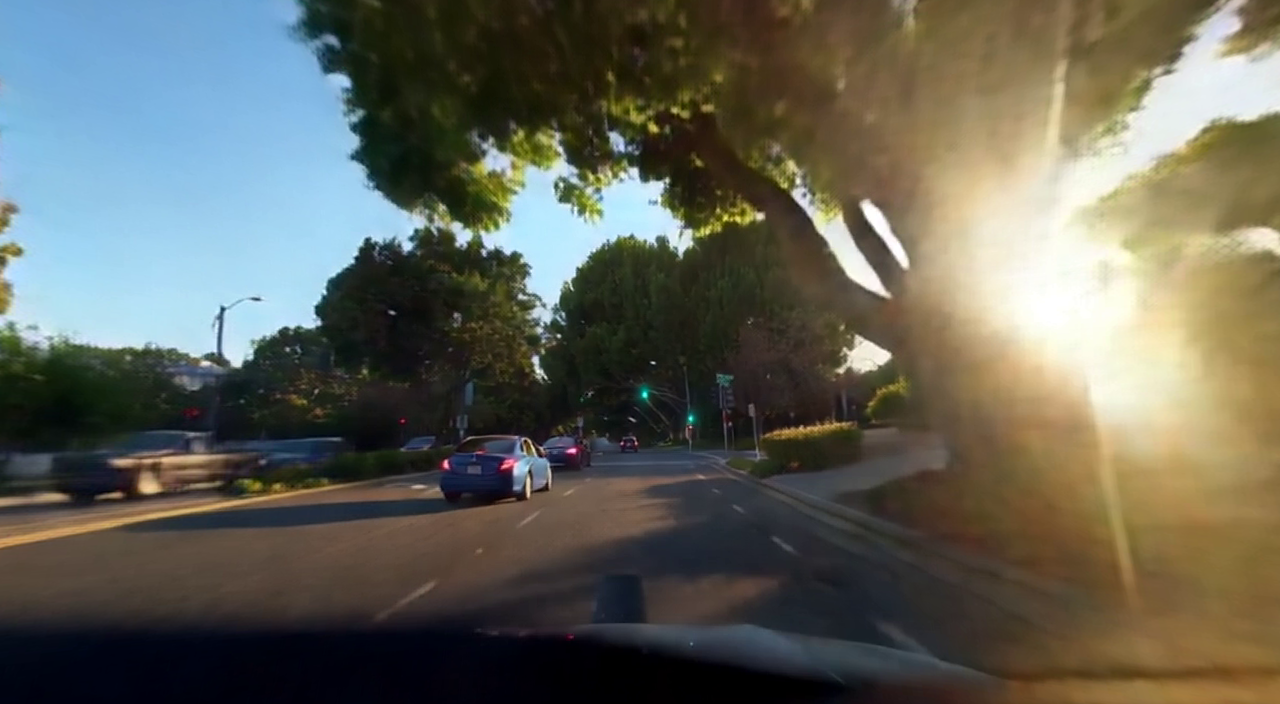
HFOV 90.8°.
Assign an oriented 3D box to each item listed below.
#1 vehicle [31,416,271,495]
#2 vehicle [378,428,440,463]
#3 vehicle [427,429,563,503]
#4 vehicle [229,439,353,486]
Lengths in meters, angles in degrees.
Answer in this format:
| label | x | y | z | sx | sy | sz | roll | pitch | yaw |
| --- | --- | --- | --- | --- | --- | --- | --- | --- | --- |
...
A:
| label | x | y | z | sx | sy | sz | roll | pitch | yaw |
| --- | --- | --- | --- | --- | --- | --- | --- | --- | --- |
| vehicle | -16.380 | 3.551 | 22.026 | 2.734 | 2.261 | 6.993 | 0 | -9 | 0 |
| vehicle | -16.737 | 6.830 | 46.112 | 2.496 | 2.351 | 5.293 | 0 | -9 | 0 |
| vehicle | -3.259 | 2.689 | 15.310 | 2.038 | 1.486 | 4.678 | 0 | -9 | 2 |
| vehicle | -12.499 | 3.973 | 23.028 | 1.966 | 1.496 | 4.470 | 0 | -9 | 0 |
